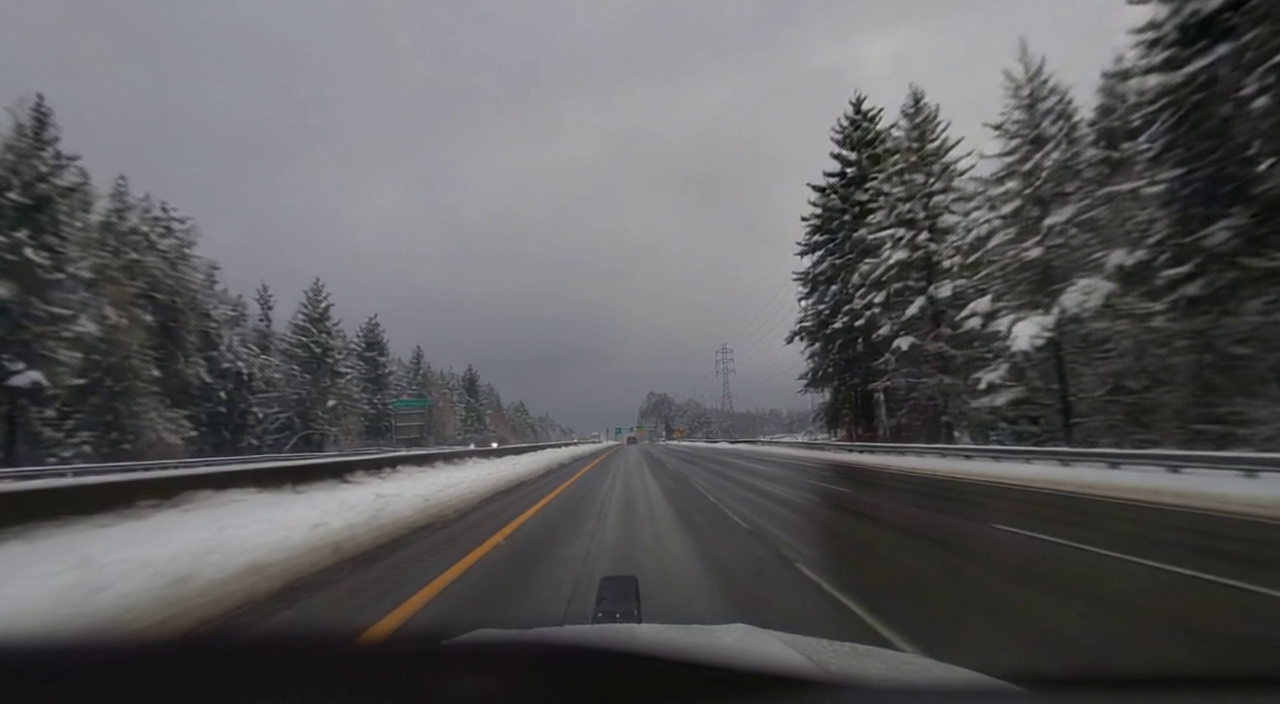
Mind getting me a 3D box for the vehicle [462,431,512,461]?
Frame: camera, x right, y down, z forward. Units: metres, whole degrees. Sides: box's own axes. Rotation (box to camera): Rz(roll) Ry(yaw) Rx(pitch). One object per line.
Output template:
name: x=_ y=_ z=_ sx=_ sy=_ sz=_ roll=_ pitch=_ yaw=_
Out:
vehicle: x=-9.889 y=6.082 z=41.042 sx=2.174 sy=1.820 sz=4.527 roll=0 pitch=-8 yaw=-1
